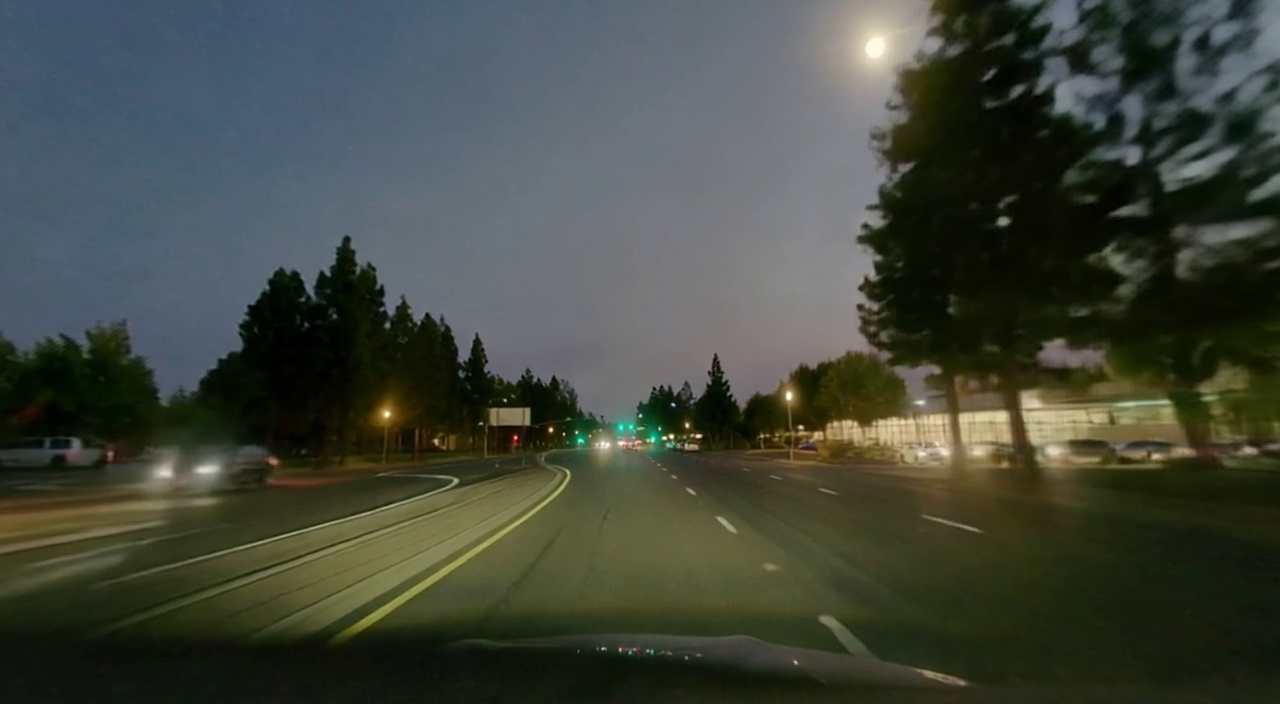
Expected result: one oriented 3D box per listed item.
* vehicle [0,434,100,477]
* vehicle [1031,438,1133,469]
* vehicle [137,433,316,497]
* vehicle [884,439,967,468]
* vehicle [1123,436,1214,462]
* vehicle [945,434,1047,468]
[{"bbox_3d":[-40.701,6.911,42.425,6.096,2.729,2.827,0,-8,-1],"label":"vehicle"},{"bbox_3d":[24.670,5.630,35.510,1.988,1.617,4.524,1,-8,-10],"label":"vehicle"},{"bbox_3d":[-13.239,3.628,20.444,4.497,1.774,1.958,-3,-9,3],"label":"vehicle"},{"bbox_3d":[16.460,5.876,36.765,1.966,1.583,4.568,2,-9,-13],"label":"vehicle"},{"bbox_3d":[34.053,6.254,40.873,1.774,1.551,4.340,1,-9,-7],"label":"vehicle"},{"bbox_3d":[21.249,5.959,38.093,2.150,1.812,5.372,0,-8,-13],"label":"vehicle"}]
